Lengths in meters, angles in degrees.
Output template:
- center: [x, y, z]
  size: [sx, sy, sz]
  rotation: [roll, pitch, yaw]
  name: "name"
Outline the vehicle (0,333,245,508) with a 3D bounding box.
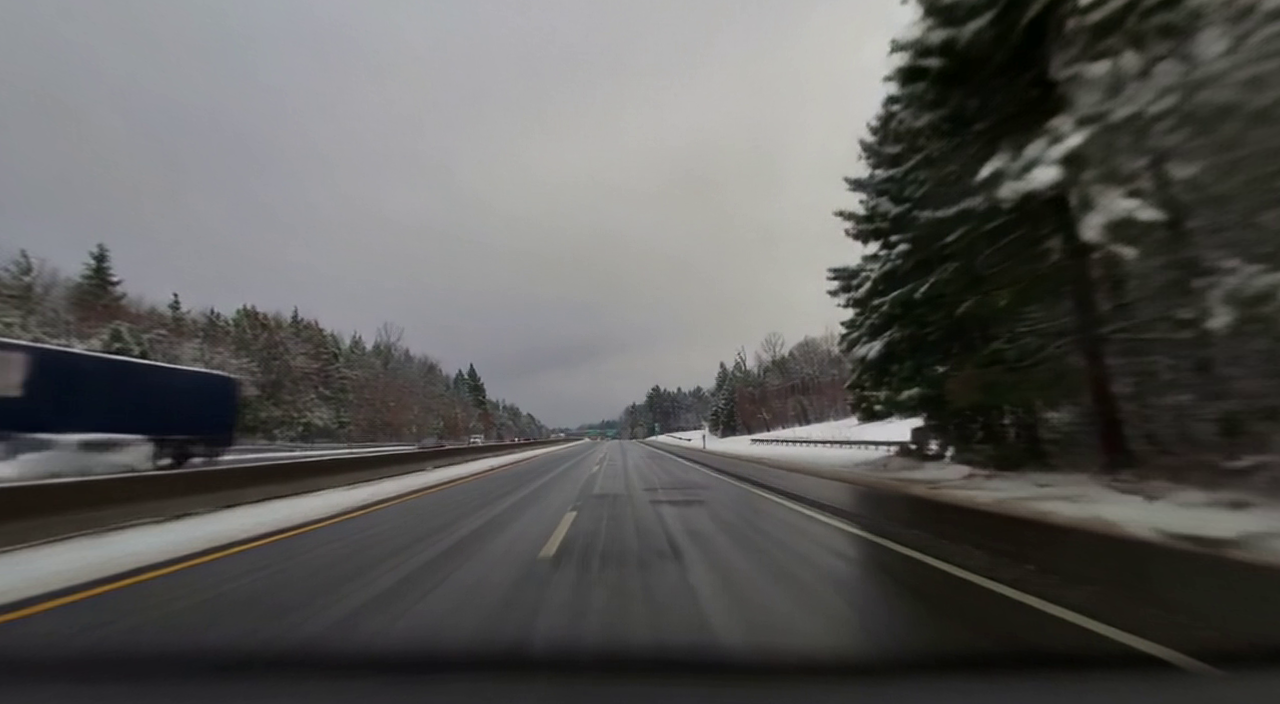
- center: [-16.571, 1.938, 17.211]
  size: [2.884, 4.071, 14.033]
  rotation: [0, -8, -2]
  name: "vehicle"
